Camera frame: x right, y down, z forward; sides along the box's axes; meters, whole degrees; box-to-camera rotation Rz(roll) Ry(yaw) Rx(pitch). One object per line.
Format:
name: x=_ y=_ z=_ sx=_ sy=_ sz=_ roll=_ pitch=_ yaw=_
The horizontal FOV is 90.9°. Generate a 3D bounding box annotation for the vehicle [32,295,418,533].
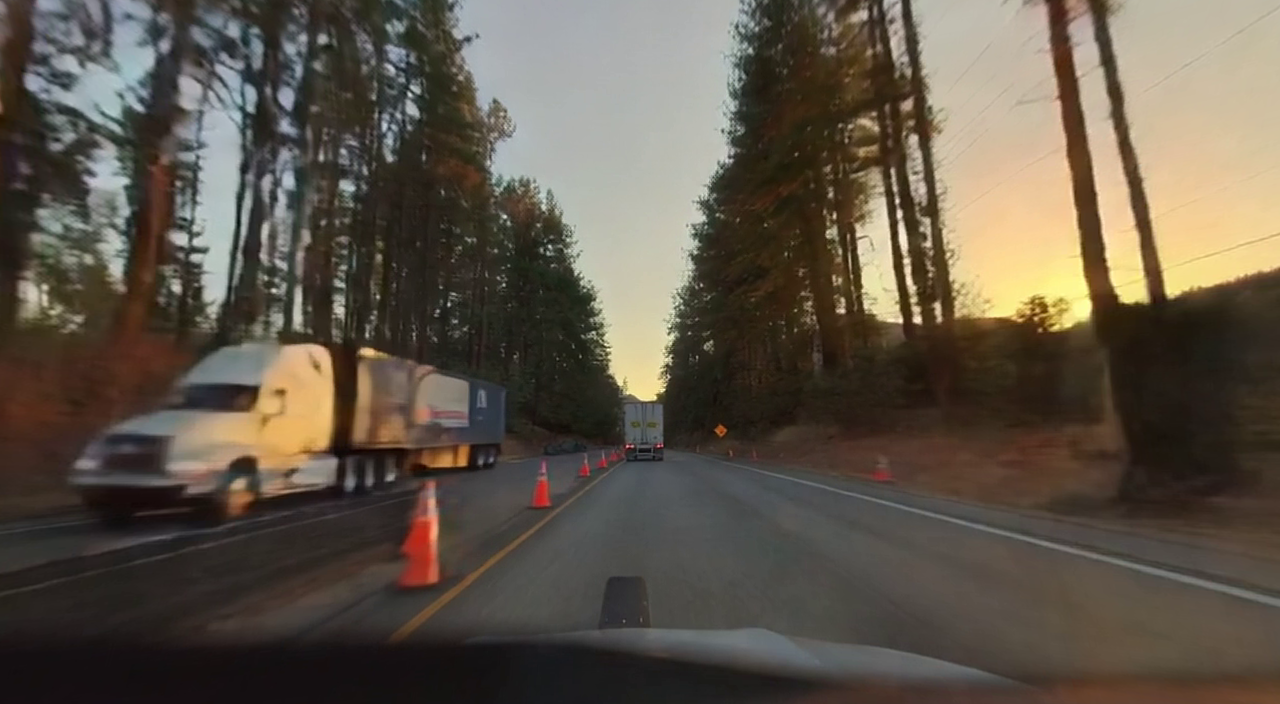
vehicle: x=-8.492 y=1.656 z=15.081 sx=3.025 sy=4.018 sz=8.862 roll=0 pitch=-8 yaw=1

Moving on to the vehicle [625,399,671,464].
vehicle: x=0.376 y=5.870 z=45.597 sx=2.935 sy=4.068 sz=11.036 roll=0 pitch=-8 yaw=-1
